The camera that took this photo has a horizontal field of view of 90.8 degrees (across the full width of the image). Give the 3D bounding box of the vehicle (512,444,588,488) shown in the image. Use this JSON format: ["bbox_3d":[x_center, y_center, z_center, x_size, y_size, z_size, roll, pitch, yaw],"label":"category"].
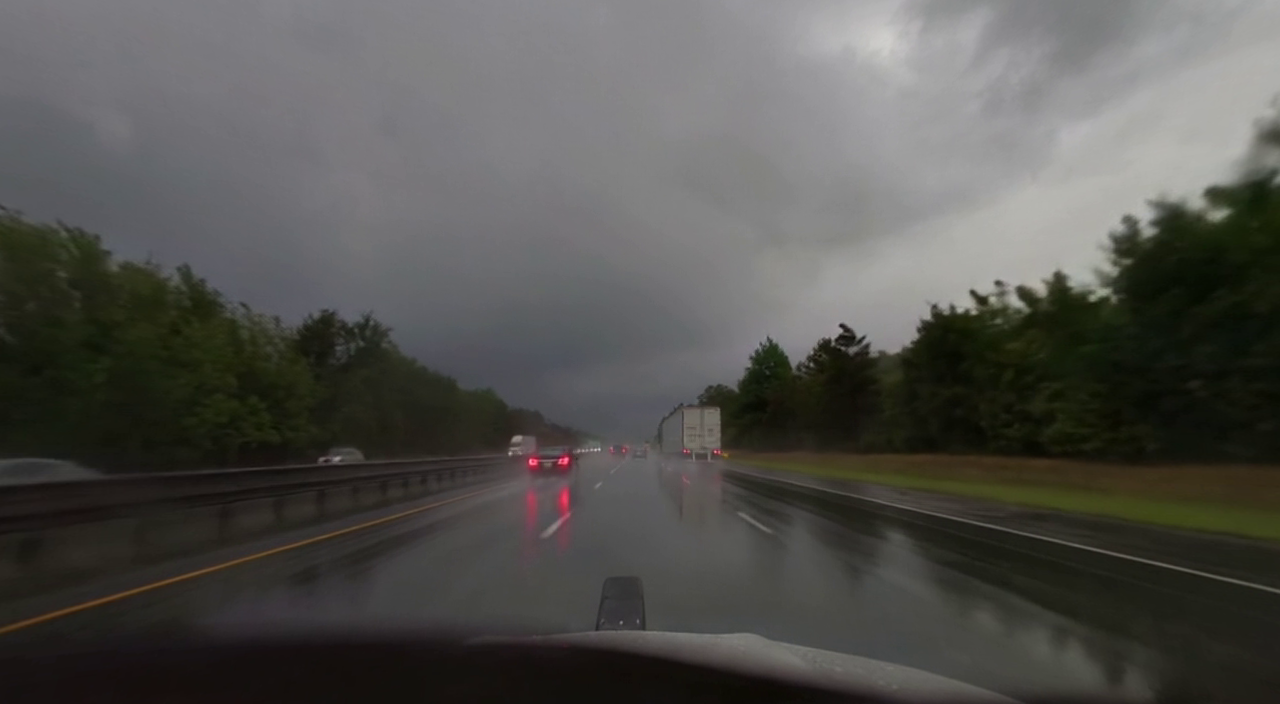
[{"bbox_3d":[-3.174,4.134,23.194,2.121,1.445,4.651,0,-9,0],"label":"vehicle"}]
